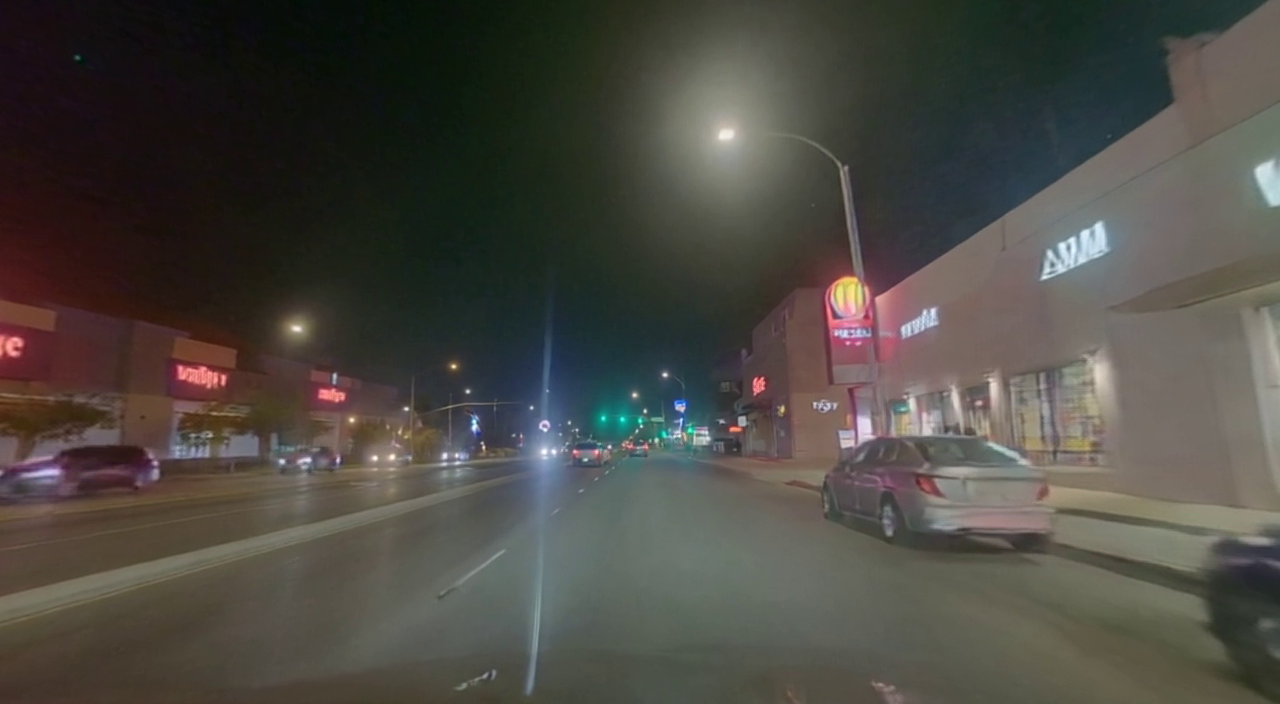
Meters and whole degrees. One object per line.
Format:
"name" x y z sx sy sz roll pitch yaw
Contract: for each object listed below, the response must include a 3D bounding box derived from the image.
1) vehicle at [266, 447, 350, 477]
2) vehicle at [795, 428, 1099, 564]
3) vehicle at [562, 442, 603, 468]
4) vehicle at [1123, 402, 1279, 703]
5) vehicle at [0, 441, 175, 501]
"vehicle" -18.427 6.104 35.347 2.151 1.495 4.703 0 -9 0
"vehicle" 3.971 1.946 9.347 2.085 1.479 4.633 0 -9 -1
"vehicle" -3.522 6.437 39.681 2.179 1.490 4.742 0 -9 0
"vehicle" 3.895 0.748 1.334 1.922 1.507 4.824 0 -9 0
"vehicle" -17.692 3.706 20.124 2.102 1.679 4.690 0 -9 0
